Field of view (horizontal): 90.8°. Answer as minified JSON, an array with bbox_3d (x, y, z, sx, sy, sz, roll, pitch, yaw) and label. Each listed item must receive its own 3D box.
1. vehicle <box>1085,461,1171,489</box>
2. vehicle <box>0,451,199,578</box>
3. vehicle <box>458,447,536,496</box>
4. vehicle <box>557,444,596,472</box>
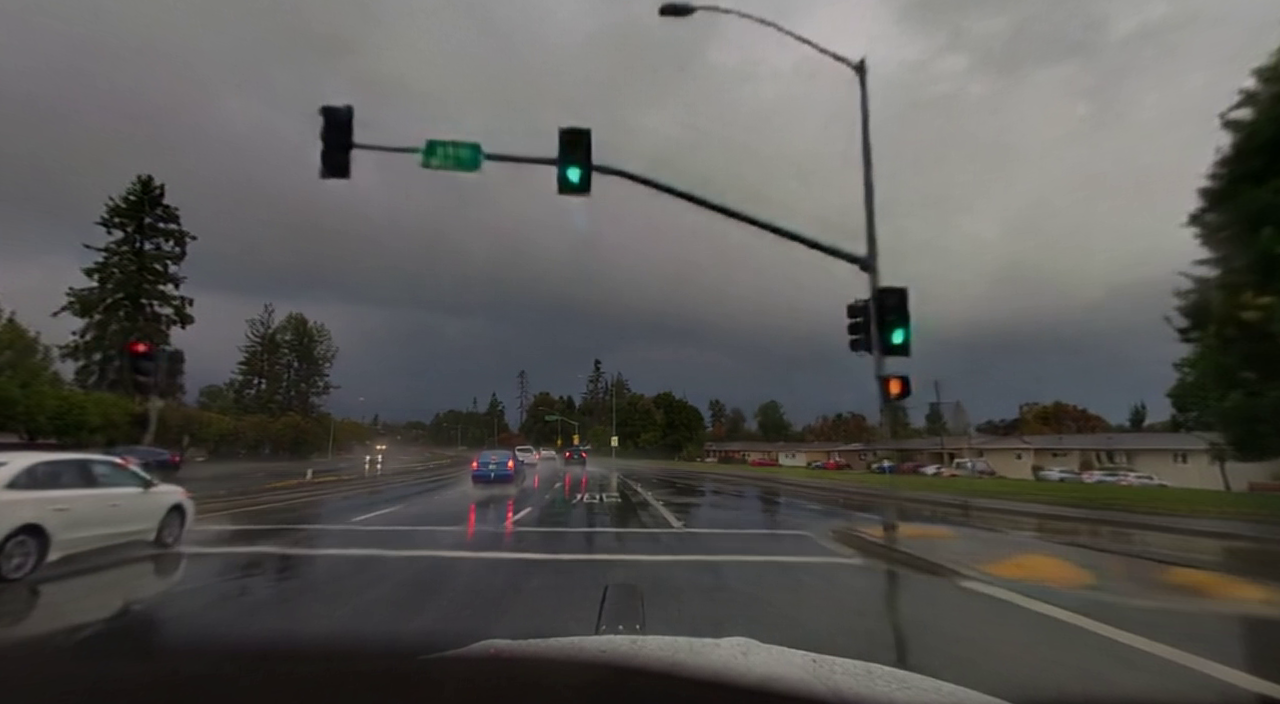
[{"bbox_3d":[35.803,9.001,46.540,1.888,1.758,5.043,1,-8,-7],"label":"vehicle"},{"bbox_3d":[-8.441,2.116,8.662,1.889,1.429,4.029,0,-8,-1],"label":"vehicle"},{"bbox_3d":[-5.175,4.346,23.490,2.098,1.613,4.606,0,-8,-4],"label":"vehicle"},{"bbox_3d":[-4.903,8.028,48.114,2.526,1.982,5.294,1,-8,-10],"label":"vehicle"}]
